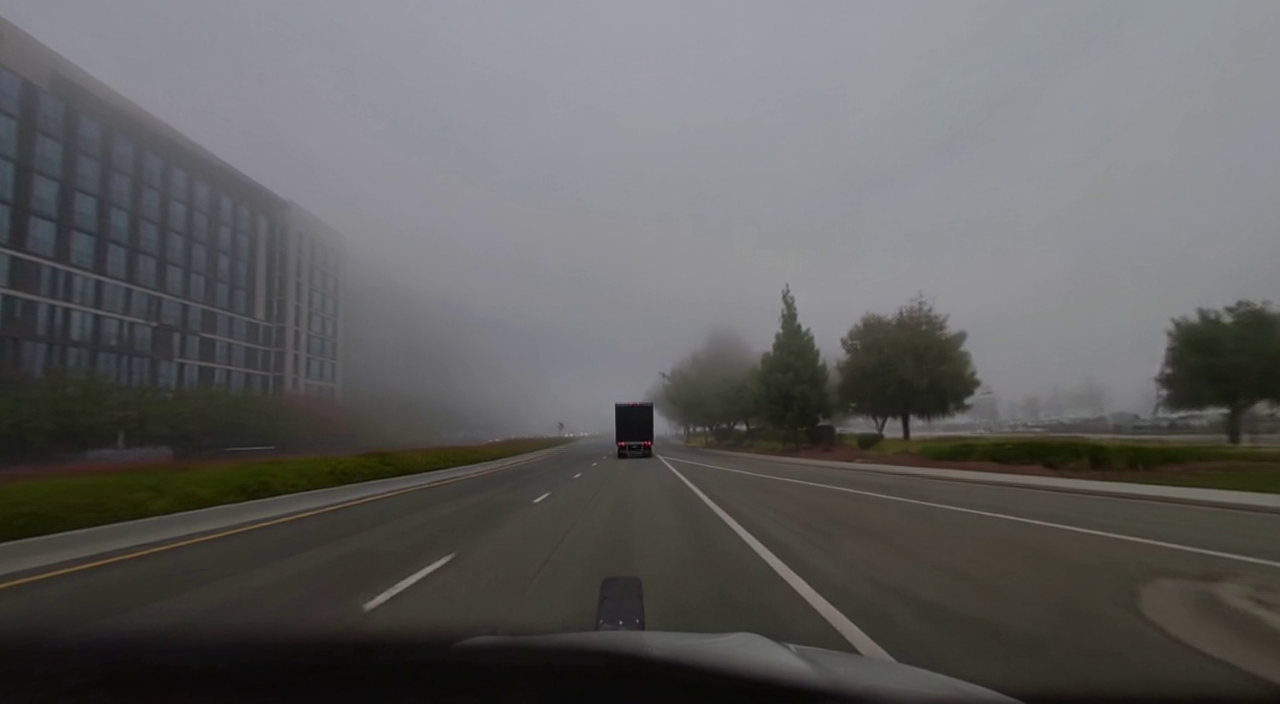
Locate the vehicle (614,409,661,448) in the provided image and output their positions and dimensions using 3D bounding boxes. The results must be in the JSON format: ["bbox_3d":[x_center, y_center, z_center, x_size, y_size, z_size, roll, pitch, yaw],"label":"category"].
[{"bbox_3d":[-0.220,4.012,32.464,2.178,1.829,4.932,0,-9,-3],"label":"vehicle"}]

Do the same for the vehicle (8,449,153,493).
[{"bbox_3d":[-20.481,4.338,23.379,1.744,1.467,3.945,0,-9,0],"label":"vehicle"}]
